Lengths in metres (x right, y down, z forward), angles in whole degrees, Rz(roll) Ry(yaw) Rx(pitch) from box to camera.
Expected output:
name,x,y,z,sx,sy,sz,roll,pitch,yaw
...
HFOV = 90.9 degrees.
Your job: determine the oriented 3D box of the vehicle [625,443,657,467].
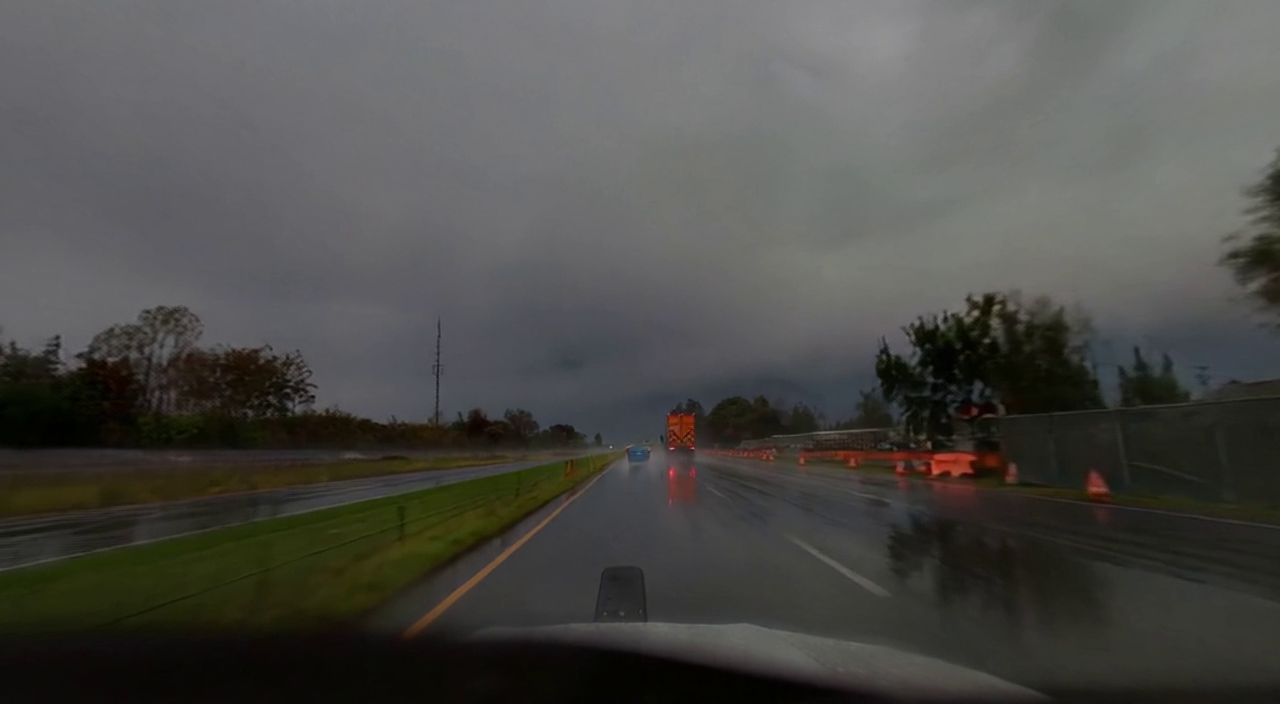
name,x,y,z,sx,sy,sz,roll,pitch,yaw
vehicle,0.029,7.004,42.994,2.065,1.573,3.734,0,-9,-1
